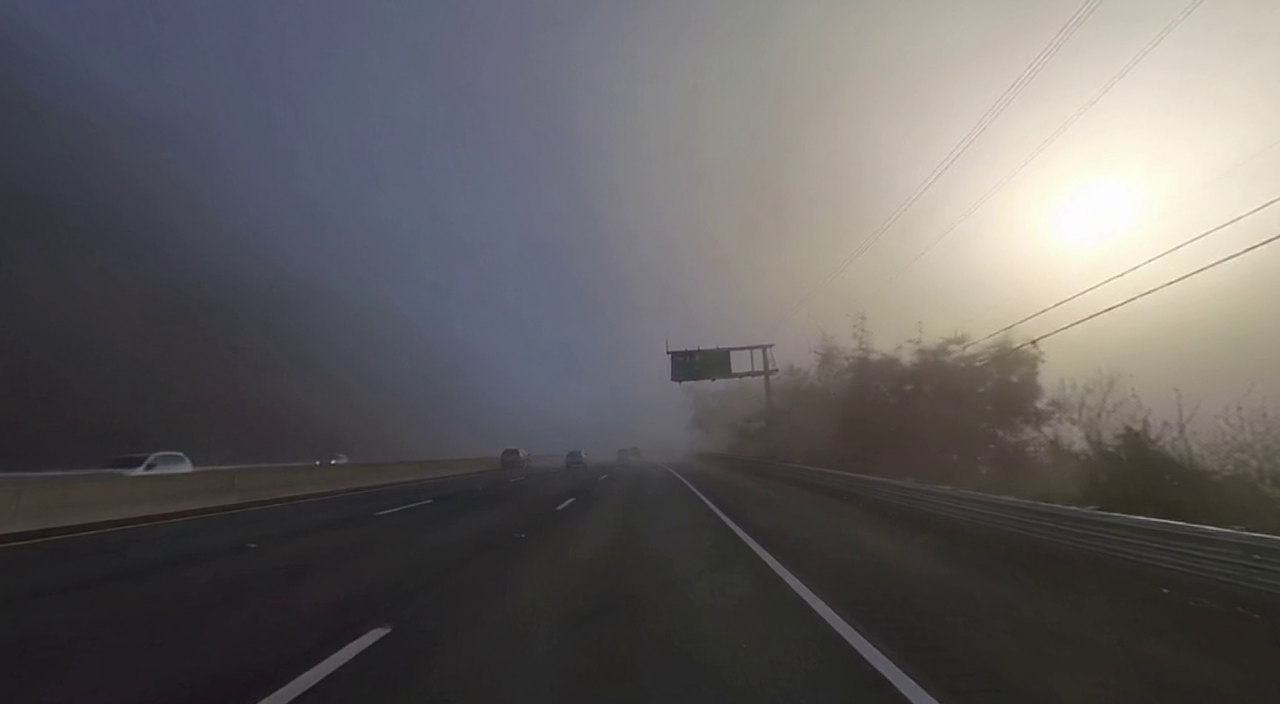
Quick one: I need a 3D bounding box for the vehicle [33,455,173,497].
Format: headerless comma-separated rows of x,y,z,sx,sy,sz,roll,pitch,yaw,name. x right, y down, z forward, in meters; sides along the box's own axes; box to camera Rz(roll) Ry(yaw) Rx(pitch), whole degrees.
-20.529,4.739,24.246,1.906,1.402,3.883,0,-9,1,vehicle
